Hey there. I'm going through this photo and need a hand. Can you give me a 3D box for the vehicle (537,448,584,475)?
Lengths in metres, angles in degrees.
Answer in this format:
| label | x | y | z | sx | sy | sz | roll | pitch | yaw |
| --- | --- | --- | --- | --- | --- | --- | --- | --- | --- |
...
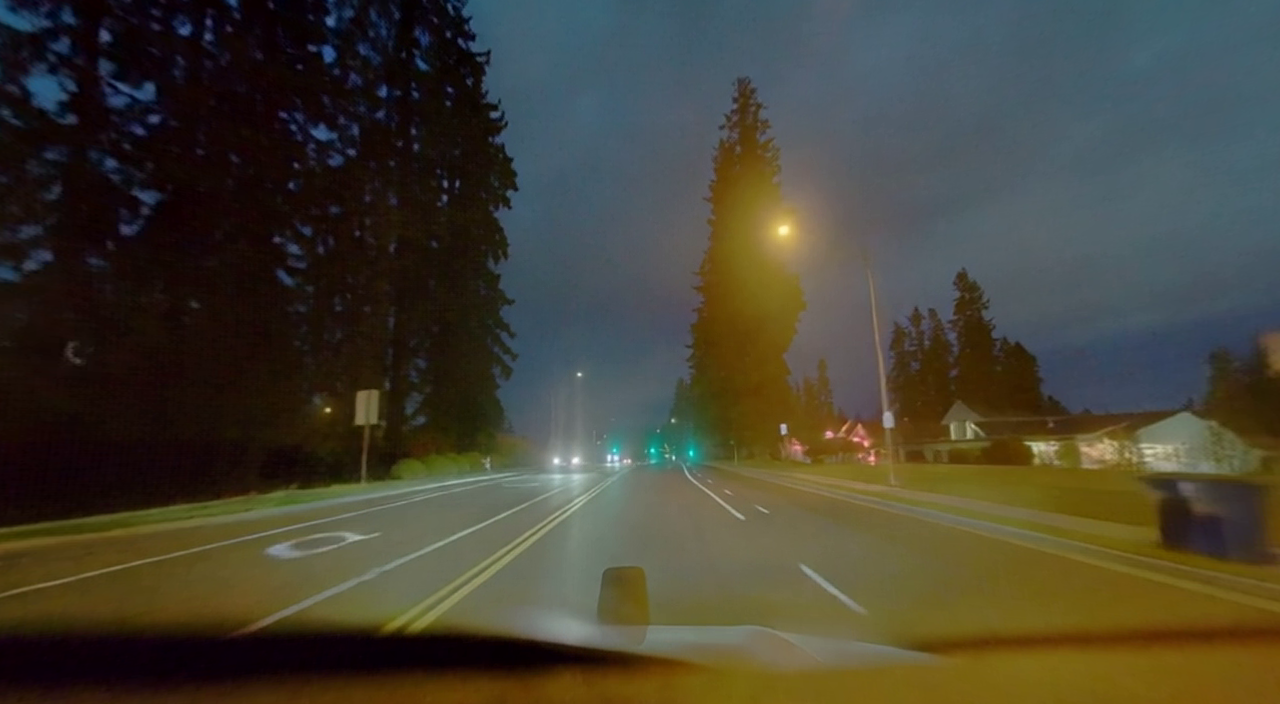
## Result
| label | x | y | z | sx | sy | sz | roll | pitch | yaw |
| --- | --- | --- | --- | --- | --- | --- | --- | --- | --- |
| vehicle | -4.771 | 6.648 | 38.623 | 2.133 | 1.508 | 4.535 | -1 | -8 | 2 |
